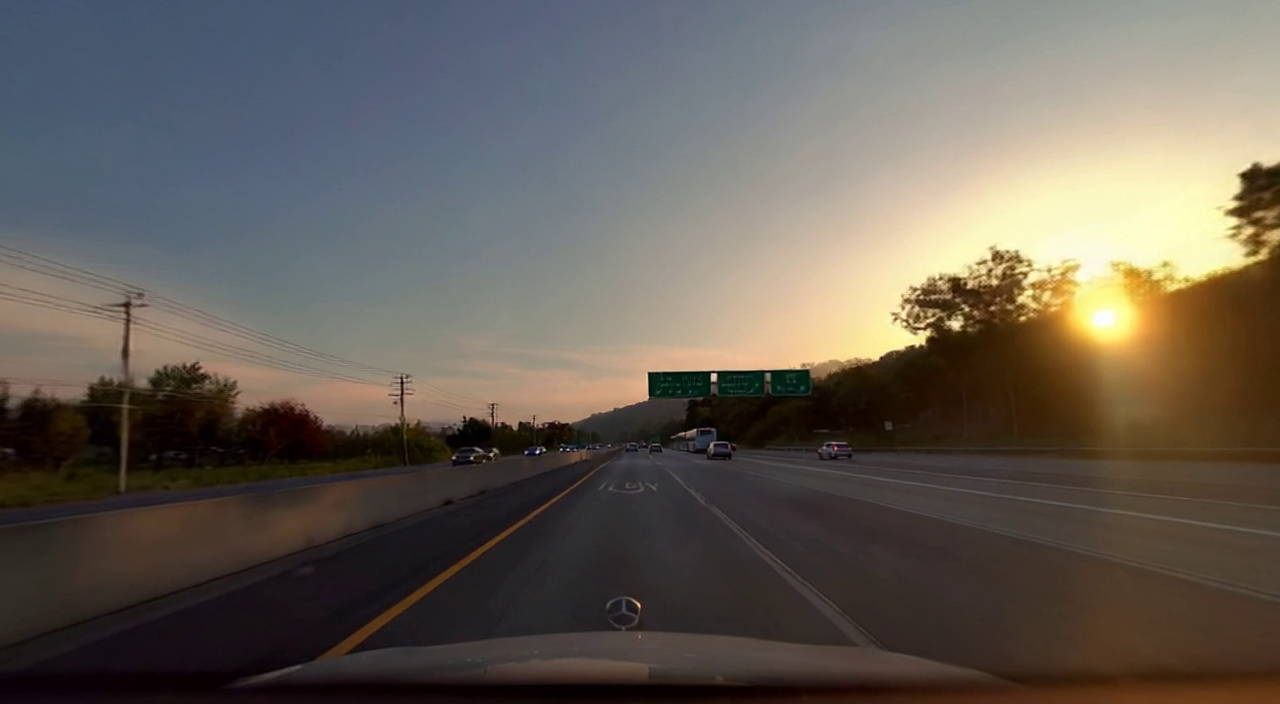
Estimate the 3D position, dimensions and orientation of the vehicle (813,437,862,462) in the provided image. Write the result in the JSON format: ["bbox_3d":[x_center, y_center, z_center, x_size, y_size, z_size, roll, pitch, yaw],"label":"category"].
[{"bbox_3d":[14.385,7.138,46.197,2.079,1.688,4.544,0,-8,0],"label":"vehicle"}]
